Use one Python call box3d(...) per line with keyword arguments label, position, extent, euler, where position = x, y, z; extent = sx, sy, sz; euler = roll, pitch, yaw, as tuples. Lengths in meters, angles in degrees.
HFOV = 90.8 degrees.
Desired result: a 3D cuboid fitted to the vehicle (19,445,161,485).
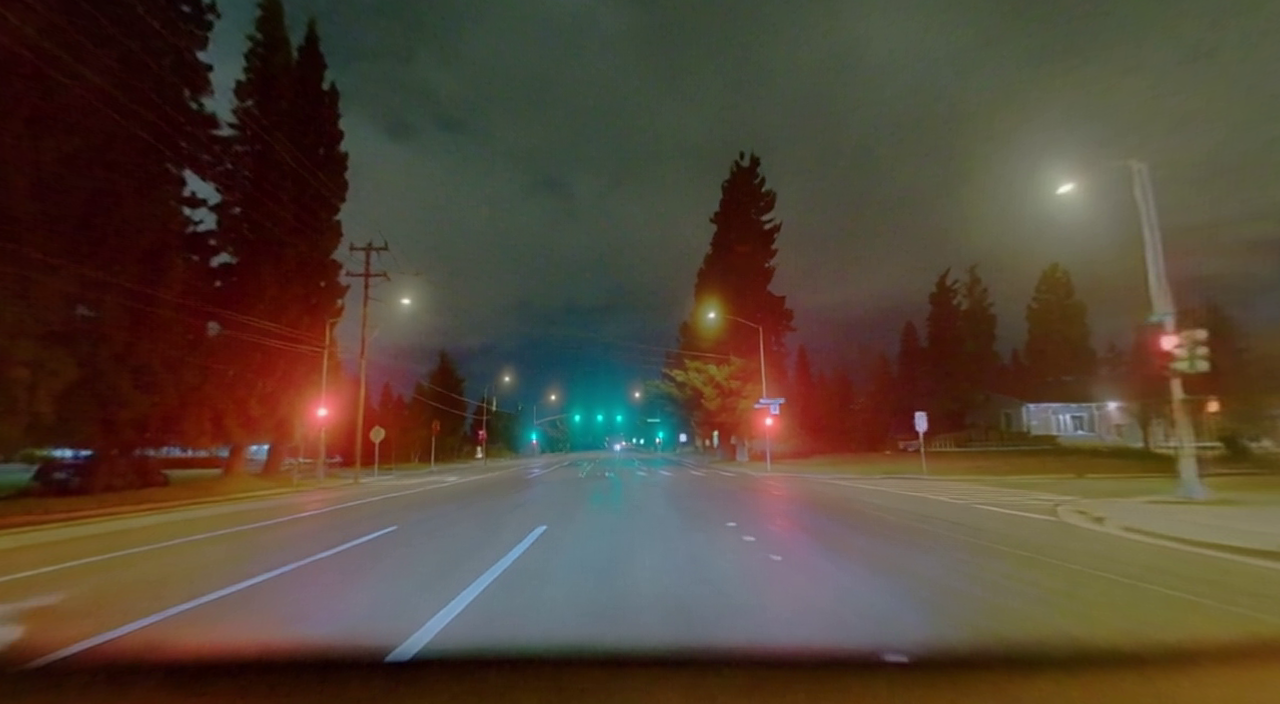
box3d(label="vehicle", position=(-25.865, 5.329, 29.877), extent=(4.577, 1.584, 2.000), euler=(3, -7, -7))
